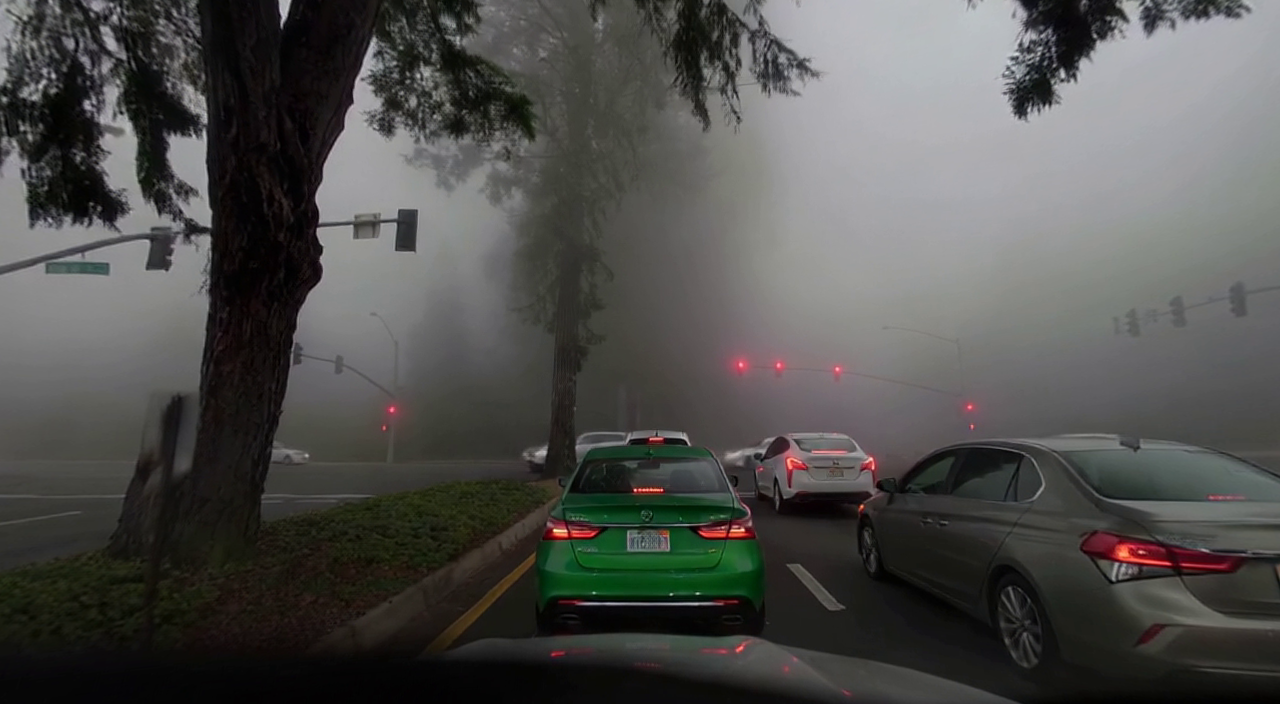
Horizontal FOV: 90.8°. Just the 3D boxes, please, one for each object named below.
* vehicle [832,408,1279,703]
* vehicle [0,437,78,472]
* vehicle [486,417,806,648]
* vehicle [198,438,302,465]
[{"bbox_3d":[3.102,1.306,4.884,1.861,1.479,4.371,0,-9,0],"label":"vehicle"},{"bbox_3d":[-30.472,4.981,30.832,4.517,1.637,1.935,-1,-9,8],"label":"vehicle"},{"bbox_3d":[0.033,1.466,6.179,2.026,1.458,4.175,0,-9,0],"label":"vehicle"},{"bbox_3d":[-22.722,5.809,36.932,4.828,1.467,1.963,-1,-9,4],"label":"vehicle"}]
